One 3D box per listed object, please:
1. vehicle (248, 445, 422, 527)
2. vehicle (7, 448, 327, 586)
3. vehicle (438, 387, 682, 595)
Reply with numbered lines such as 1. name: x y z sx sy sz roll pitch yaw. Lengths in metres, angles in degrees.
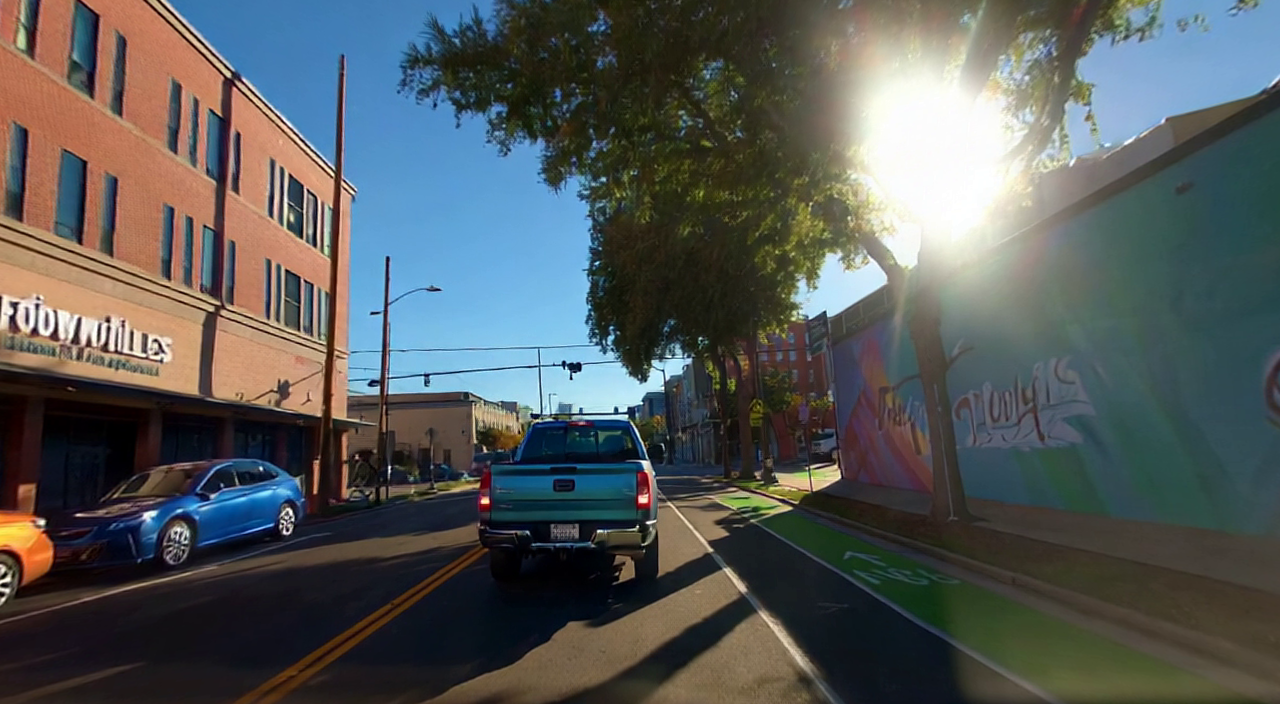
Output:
1. vehicle: -7.390 3.235 16.058 1.884 1.730 5.076 0 -8 0
2. vehicle: -7.162 2.454 10.373 1.882 1.686 4.489 0 -8 -2
3. vehicle: -0.706 1.602 8.140 2.215 1.882 4.611 0 -8 1
